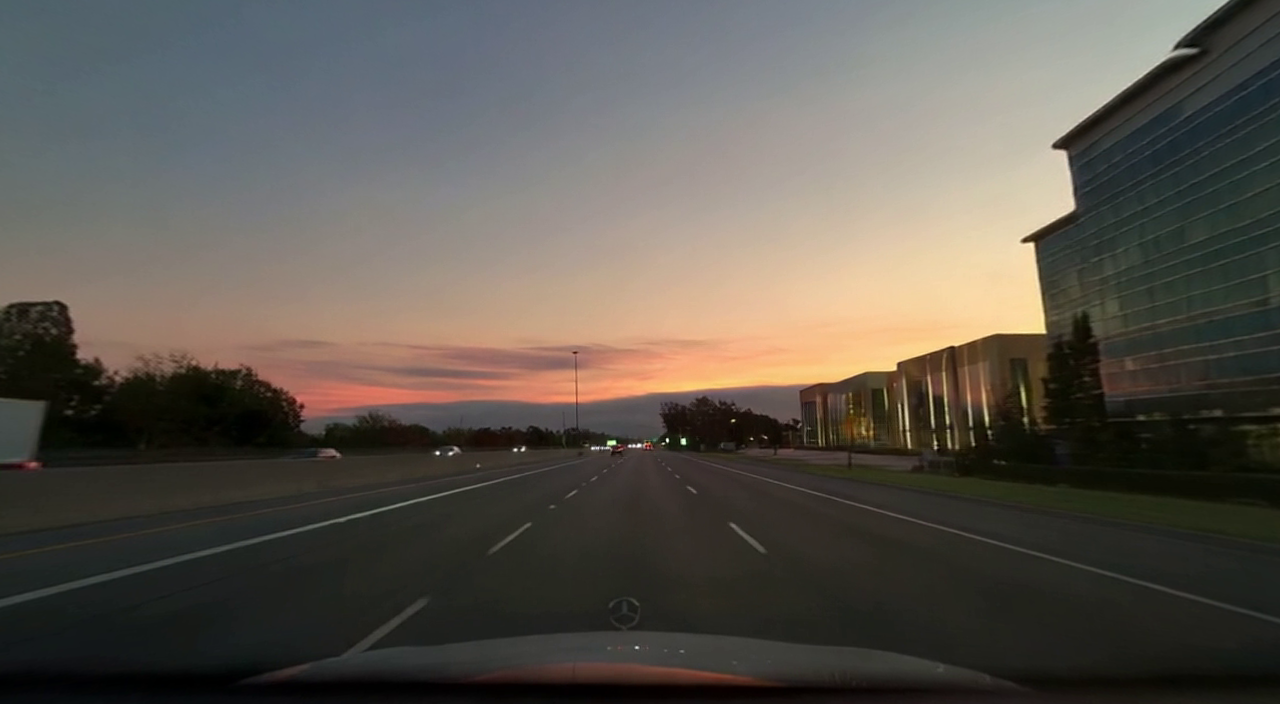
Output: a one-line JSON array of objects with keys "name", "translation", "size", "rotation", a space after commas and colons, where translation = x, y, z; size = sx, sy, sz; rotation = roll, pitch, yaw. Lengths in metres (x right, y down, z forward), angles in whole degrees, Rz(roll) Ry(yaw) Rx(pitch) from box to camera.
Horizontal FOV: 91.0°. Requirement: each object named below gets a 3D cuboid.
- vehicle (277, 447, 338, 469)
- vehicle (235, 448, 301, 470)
[{"name": "vehicle", "translation": [-24.378, 7.742, 46.347], "size": [1.925, 1.527, 4.646], "rotation": [0, -9, 1]}, {"name": "vehicle", "translation": [-28.171, 8.089, 47.922], "size": [2.049, 1.517, 4.763], "rotation": [0, -9, 1]}]
